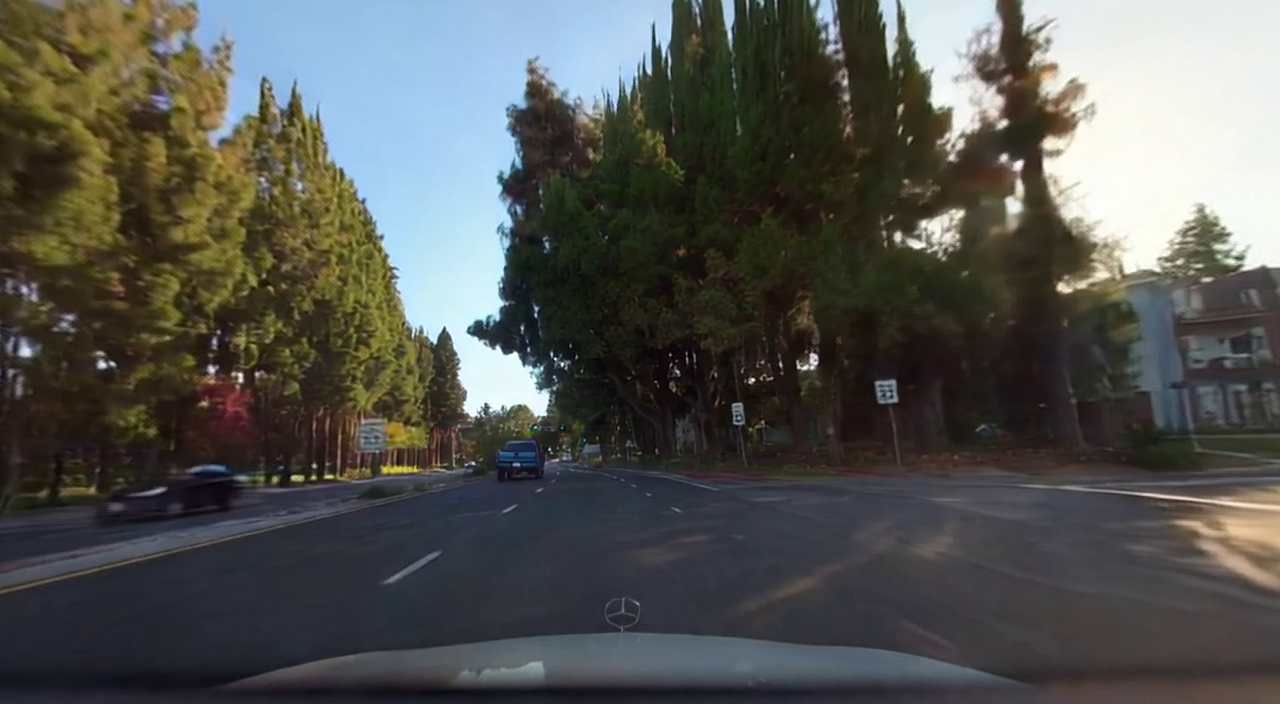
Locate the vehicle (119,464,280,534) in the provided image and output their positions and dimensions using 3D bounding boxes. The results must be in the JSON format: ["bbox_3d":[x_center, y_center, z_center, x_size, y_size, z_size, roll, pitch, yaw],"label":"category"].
[{"bbox_3d":[-12.391,4.110,18.151,1.883,1.632,4.024,0,-9,-4],"label":"vehicle"}]

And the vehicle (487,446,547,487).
[{"bbox_3d":[-6.025,5.657,31.796,2.267,1.849,6.402,1,-9,-5],"label":"vehicle"}]
